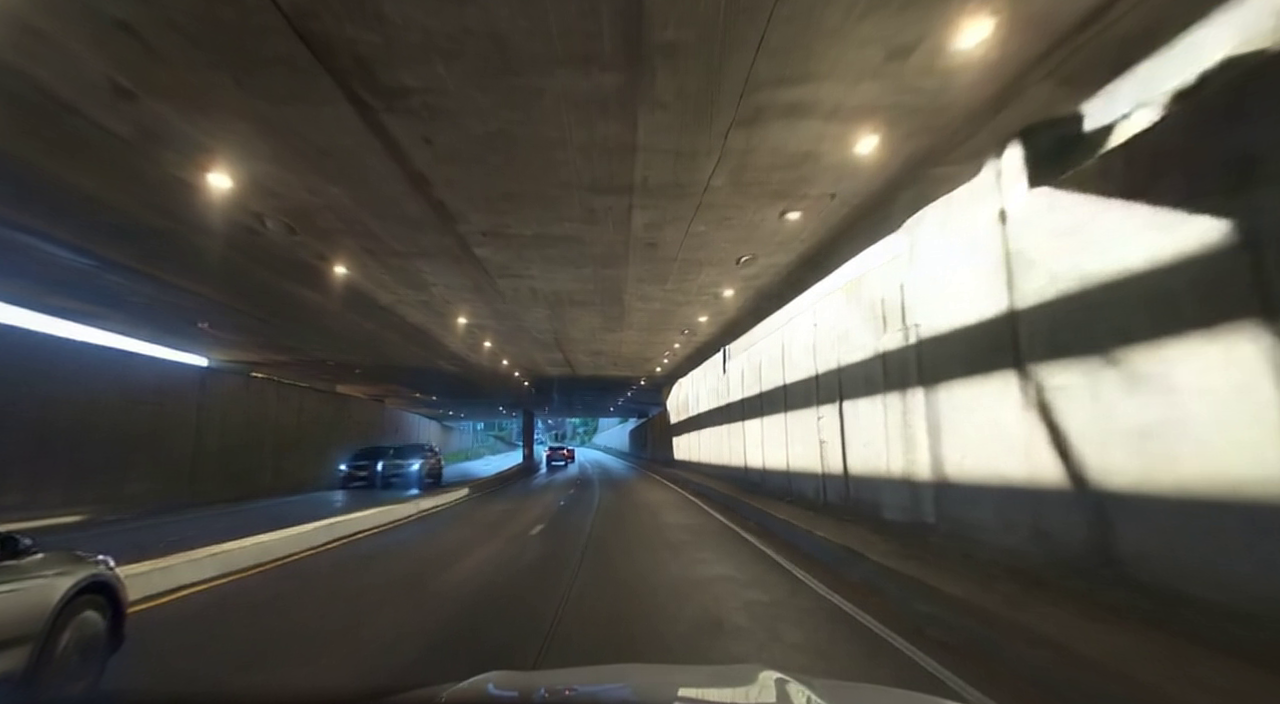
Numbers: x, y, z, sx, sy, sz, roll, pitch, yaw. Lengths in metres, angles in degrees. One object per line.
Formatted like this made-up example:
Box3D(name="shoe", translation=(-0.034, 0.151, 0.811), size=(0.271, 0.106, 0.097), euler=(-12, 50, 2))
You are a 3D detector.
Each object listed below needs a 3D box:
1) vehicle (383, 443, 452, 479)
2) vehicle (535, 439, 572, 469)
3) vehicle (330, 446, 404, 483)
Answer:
Box3D(name="vehicle", translation=(-9.662, 4.725, 27.759), size=(1.691, 1.439, 4.136), euler=(0, -8, -3))
Box3D(name="vehicle", translation=(-5.371, 6.388, 39.765), size=(1.961, 1.725, 4.315), euler=(0, -8, -3))
Box3D(name="vehicle", translation=(-13.047, 5.359, 30.487), size=(1.788, 1.622, 4.284), euler=(0, -8, -2))
